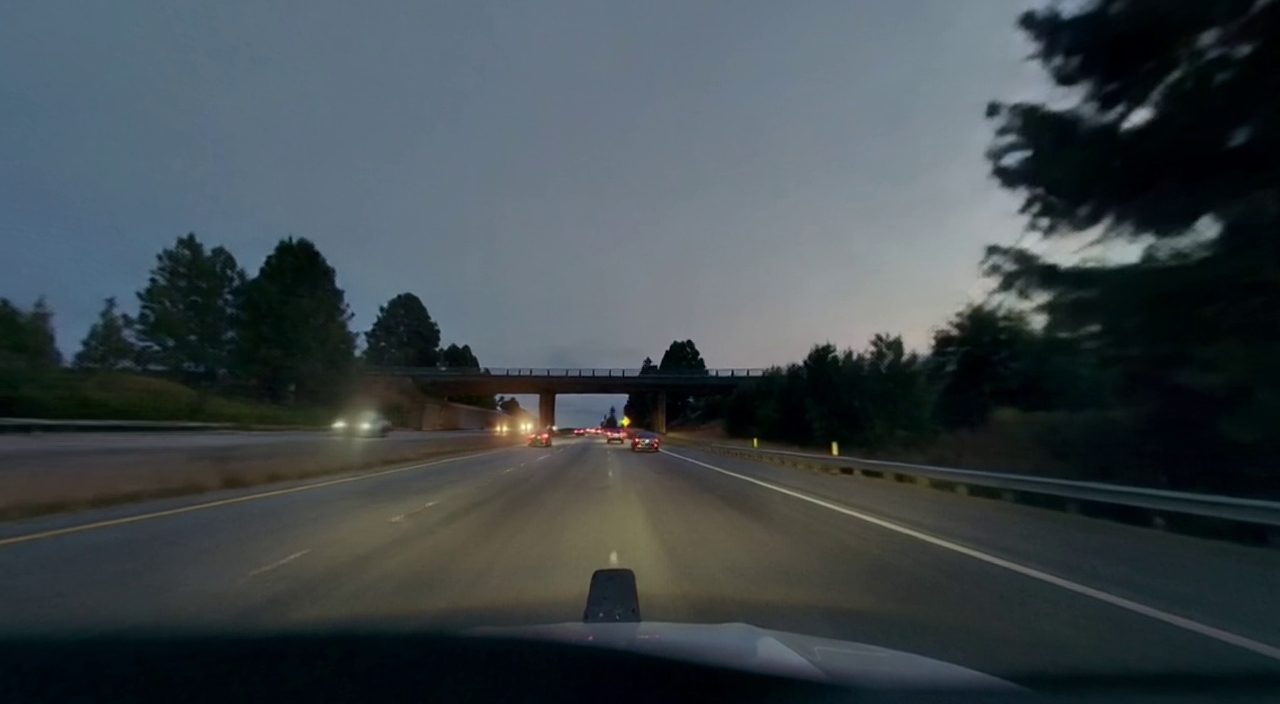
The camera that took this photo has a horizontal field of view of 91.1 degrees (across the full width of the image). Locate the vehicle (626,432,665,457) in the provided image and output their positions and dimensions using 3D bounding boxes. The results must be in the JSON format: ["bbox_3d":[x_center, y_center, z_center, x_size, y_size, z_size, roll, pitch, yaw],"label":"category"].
[{"bbox_3d":[0.266,5.353,36.608,1.999,1.329,3.913,1,-8,-4],"label":"vehicle"}]

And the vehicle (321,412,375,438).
[{"bbox_3d":[-16.849,4.244,36.390,1.673,1.397,3.336,1,-8,-3],"label":"vehicle"}]
